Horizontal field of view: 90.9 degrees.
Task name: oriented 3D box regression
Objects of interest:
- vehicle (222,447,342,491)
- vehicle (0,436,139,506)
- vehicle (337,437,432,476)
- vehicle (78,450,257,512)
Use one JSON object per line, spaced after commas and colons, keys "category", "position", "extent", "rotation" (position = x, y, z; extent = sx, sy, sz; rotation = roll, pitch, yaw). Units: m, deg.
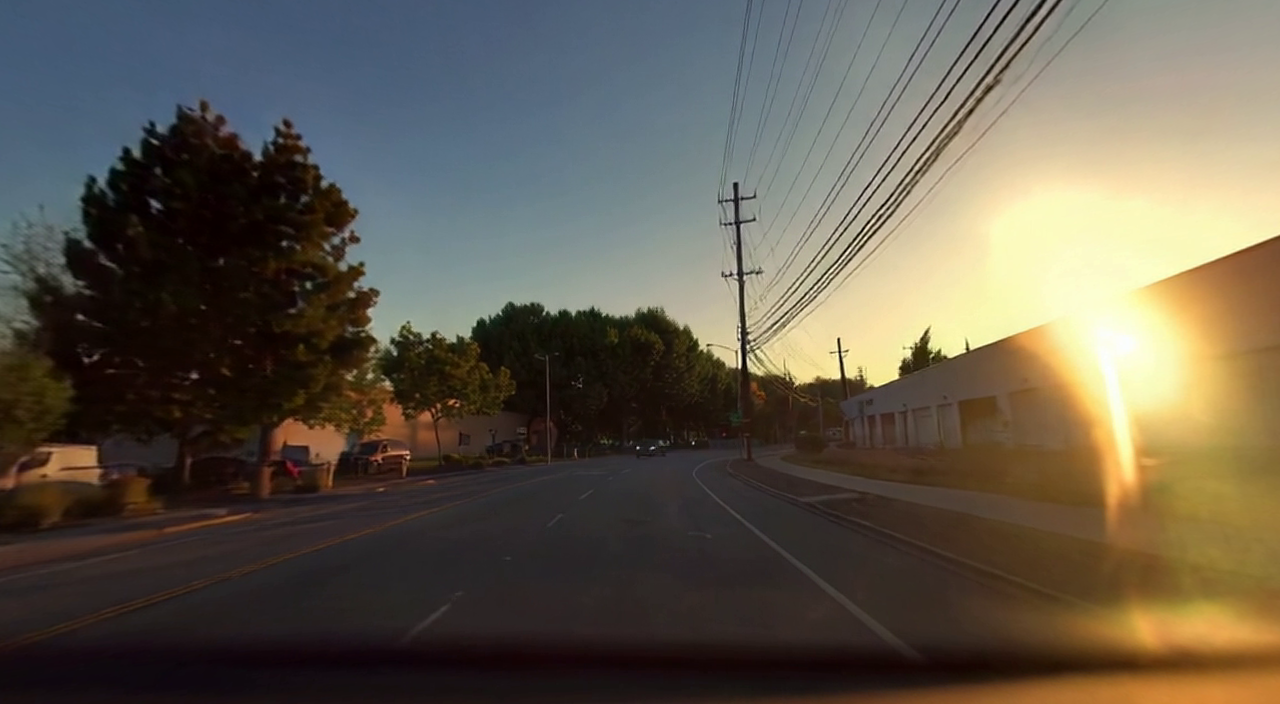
{"category": "vehicle", "position": [-14.169, 4.617, 25.337], "extent": [2.070, 1.577, 4.652], "rotation": [0, -8, 1]}
{"category": "vehicle", "position": [-19.753, 3.810, 20.614], "extent": [2.099, 2.038, 5.624], "rotation": [0, -8, 0]}
{"category": "vehicle", "position": [-15.460, 6.424, 38.722], "extent": [2.502, 2.113, 6.488], "rotation": [-1, -10, 6]}
{"category": "vehicle", "position": [-14.523, 3.945, 19.804], "extent": [2.122, 1.440, 4.601], "rotation": [-4, -8, 0]}
